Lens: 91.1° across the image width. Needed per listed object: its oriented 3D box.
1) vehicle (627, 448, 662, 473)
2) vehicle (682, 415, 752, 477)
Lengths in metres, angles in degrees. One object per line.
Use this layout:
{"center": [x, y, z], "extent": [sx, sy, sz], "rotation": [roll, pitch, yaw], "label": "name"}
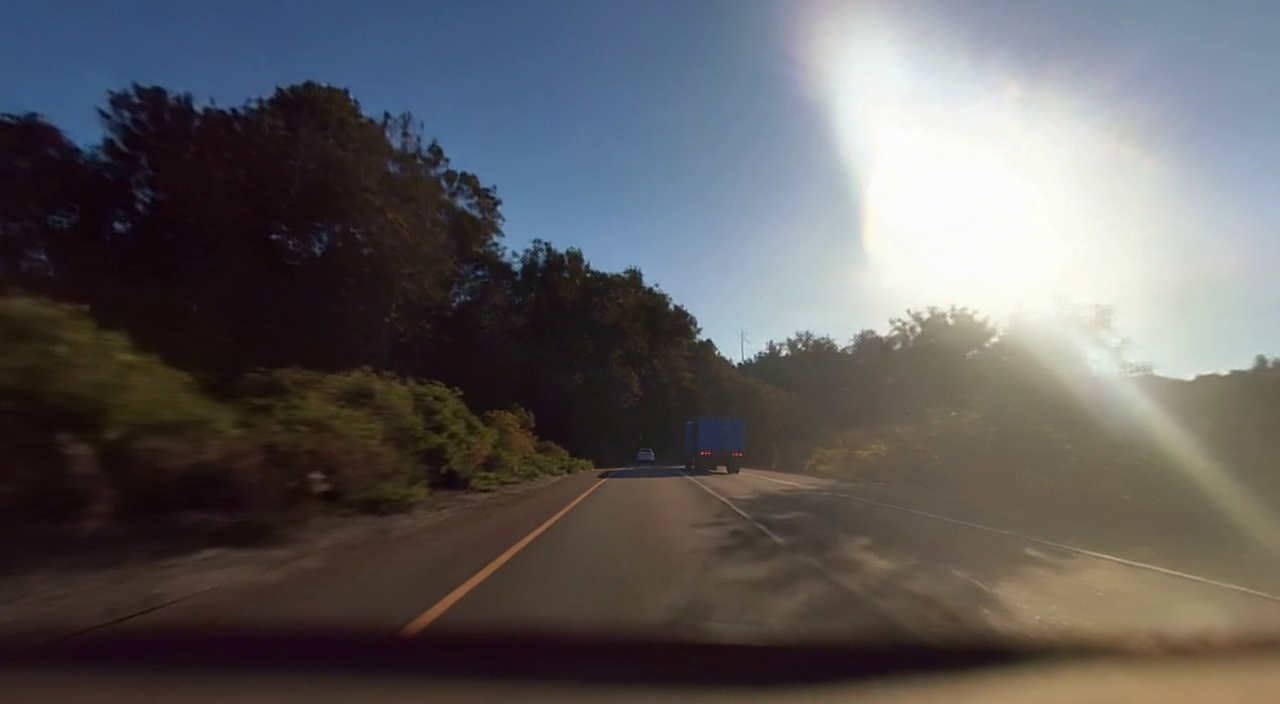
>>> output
{"center": [0.329, 6.967, 40.570], "extent": [2.170, 1.544, 4.373], "rotation": [0, -8, 1], "label": "vehicle"}
{"center": [4.330, 5.557, 37.205], "extent": [3.015, 3.211, 7.982], "rotation": [0, -8, -1], "label": "vehicle"}
